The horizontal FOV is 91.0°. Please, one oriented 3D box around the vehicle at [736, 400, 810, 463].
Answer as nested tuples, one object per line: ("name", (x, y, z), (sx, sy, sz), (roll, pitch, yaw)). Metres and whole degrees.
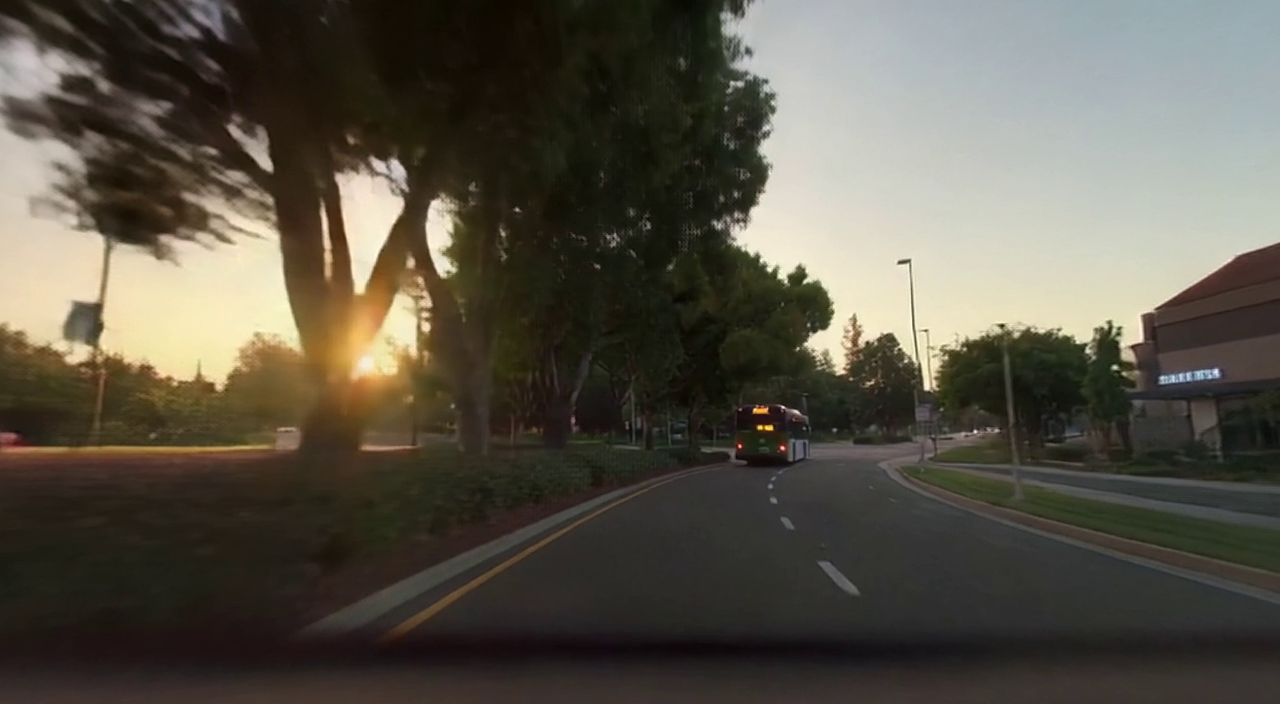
("vehicle", (8.696, 5.163, 39.951), (3.031, 3.429, 11.005), (-3, -9, 19))
